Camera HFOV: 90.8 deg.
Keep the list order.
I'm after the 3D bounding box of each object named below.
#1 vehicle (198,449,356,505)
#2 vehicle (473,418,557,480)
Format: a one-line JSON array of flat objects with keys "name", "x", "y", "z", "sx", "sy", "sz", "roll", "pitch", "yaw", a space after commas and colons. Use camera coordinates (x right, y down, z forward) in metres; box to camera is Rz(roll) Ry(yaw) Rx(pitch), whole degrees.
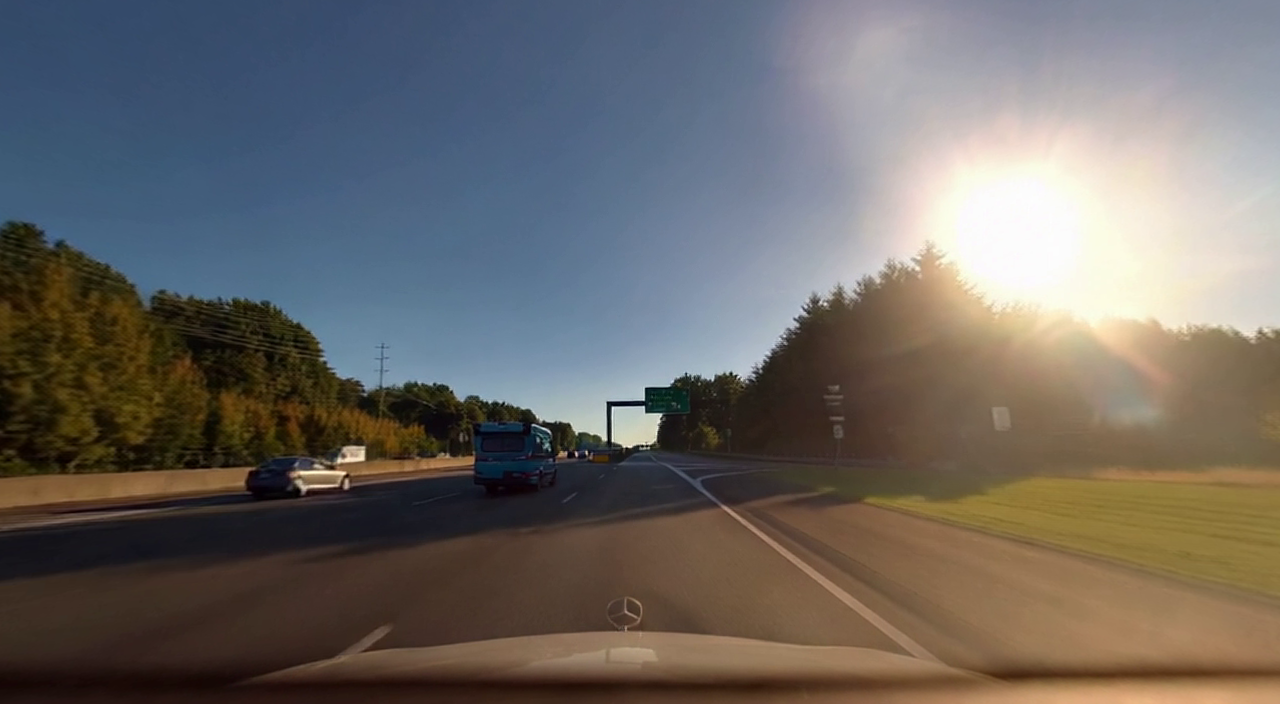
[{"name": "vehicle", "x": -10.606, "y": 3.647, "z": 18.936, "sx": 1.922, "sy": 1.448, "sz": 4.638, "roll": 0, "pitch": -9, "yaw": 1}, {"name": "vehicle", "x": -6.434, "y": 5.187, "z": 33.777, "sx": 2.747, "sy": 2.934, "sz": 7.411, "roll": 0, "pitch": -9, "yaw": 2}]
